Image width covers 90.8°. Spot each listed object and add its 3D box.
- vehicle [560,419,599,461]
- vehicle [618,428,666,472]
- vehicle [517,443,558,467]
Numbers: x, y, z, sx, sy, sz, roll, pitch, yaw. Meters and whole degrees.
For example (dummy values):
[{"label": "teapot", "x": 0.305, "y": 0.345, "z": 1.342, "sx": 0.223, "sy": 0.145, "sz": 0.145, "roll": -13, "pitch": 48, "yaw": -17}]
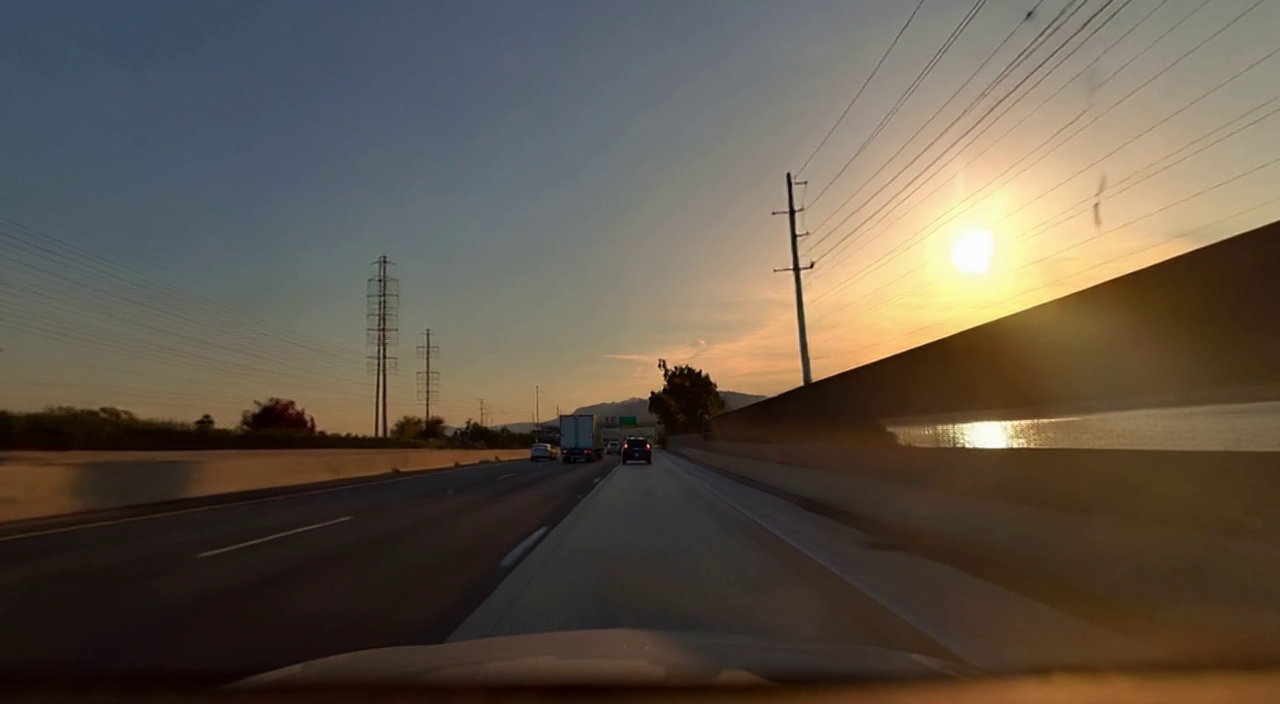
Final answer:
[{"label": "vehicle", "x": -3.756, "y": 5.526, "z": 39.512, "sx": 2.178, "sy": 2.522, "sz": 2.054, "roll": 0, "pitch": -8, "yaw": 1}, {"label": "vehicle", "x": 0.124, "y": 5.185, "z": 33.533, "sx": 2.358, "sy": 2.144, "sz": 4.713, "roll": 0, "pitch": -8, "yaw": 1}, {"label": "vehicle", "x": -7.061, "y": 7.116, "z": 43.939, "sx": 2.004, "sy": 1.545, "sz": 4.513, "roll": 0, "pitch": -8, "yaw": 1}]
